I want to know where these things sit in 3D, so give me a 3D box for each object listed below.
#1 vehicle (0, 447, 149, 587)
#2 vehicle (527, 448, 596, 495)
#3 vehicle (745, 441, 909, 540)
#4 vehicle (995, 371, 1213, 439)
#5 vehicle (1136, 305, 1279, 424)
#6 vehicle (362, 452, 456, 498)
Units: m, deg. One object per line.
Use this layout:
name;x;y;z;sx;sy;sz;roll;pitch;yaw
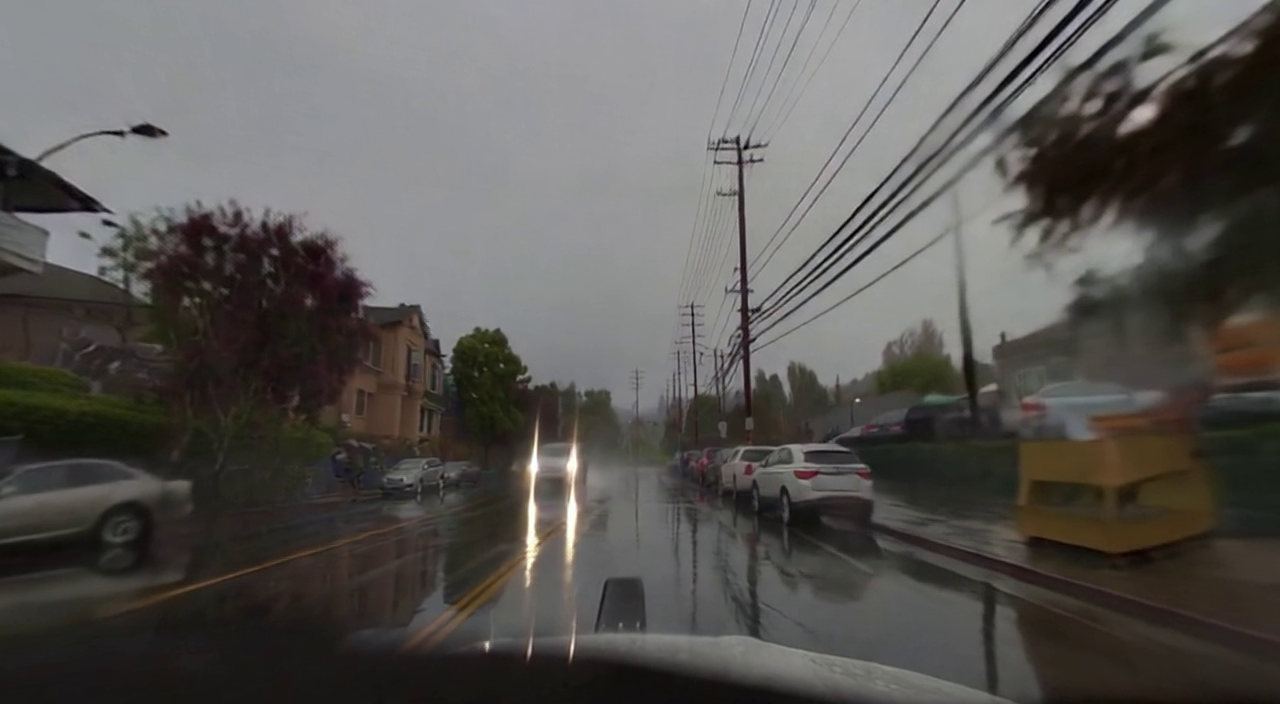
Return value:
vehicle;-9.581;2.164;8.494;4.138;1.732;2.015;3;-10;-20
vehicle;-3.064;4.781;25.697;2.103;1.721;4.473;0;-9;2
vehicle;3.509;2.673;12.857;1.936;1.641;4.434;0;-9;0
vehicle;11.522;1.391;15.939;3.857;1.457;1.950;-3;-7;3
vehicle;11.421;0.291;10.268;4.959;1.638;2.089;0;-9;-2
vehicle;-11.295;6.025;31.404;2.322;2.037;5.030;-1;-9;6
